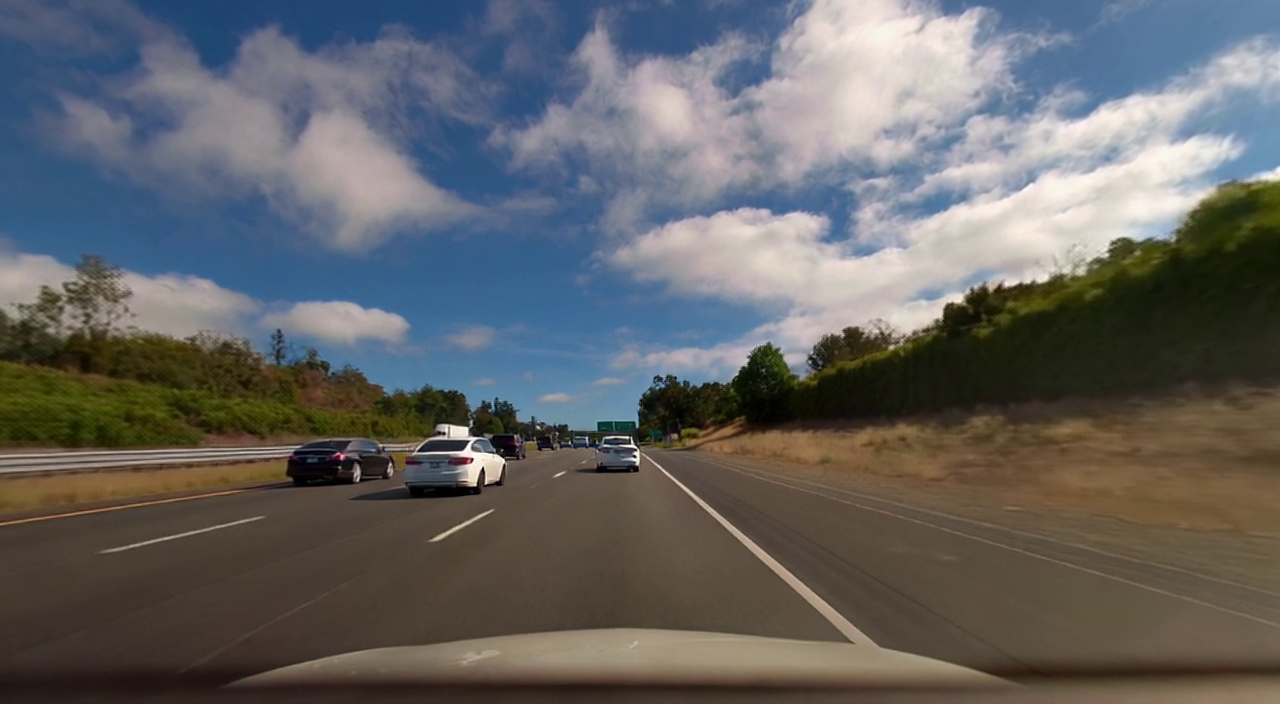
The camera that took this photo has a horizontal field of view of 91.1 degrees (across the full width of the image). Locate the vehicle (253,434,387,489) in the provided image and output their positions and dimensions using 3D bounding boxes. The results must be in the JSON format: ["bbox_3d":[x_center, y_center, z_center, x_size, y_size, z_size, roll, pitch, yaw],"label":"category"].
[{"bbox_3d":[-9.240,3.158,18.573,1.850,1.439,3.932,0,-8,0],"label":"vehicle"}]

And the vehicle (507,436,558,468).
[{"bbox_3d":[-5.209,4.877,30.959,1.835,1.432,3.835,0,-8,0],"label":"vehicle"}]

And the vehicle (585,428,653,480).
[{"bbox_3d":[-0.715,3.548,22.231,2.178,1.658,3.916,0,-8,-1],"label":"vehicle"}]

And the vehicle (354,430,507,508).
[{"bbox_3d":[-4.469,2.520,14.204,1.971,1.464,4.386,0,-8,0],"label":"vehicle"}]
